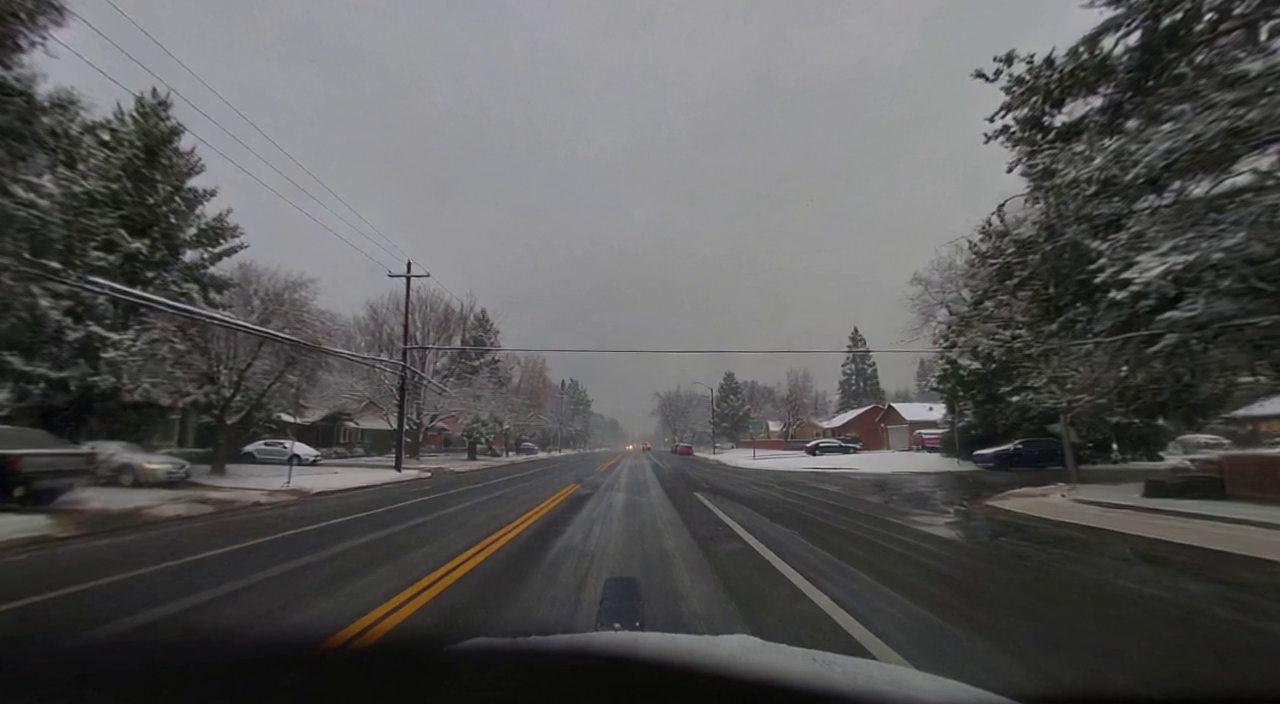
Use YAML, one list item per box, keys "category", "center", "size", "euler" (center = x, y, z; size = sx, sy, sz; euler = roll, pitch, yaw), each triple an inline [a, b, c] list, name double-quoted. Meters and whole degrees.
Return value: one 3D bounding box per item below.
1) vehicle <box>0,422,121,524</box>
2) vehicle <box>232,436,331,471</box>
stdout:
- category: "vehicle"
  center: [-16.418, 2.797, 14.915]
  size: [5.922, 2.148, 2.754]
  euler: [-1, -8, 3]
- category: "vehicle"
  center: [-22.244, 6.312, 39.377]
  size: [4.722, 1.983, 2.346]
  euler: [-1, -8, -2]
